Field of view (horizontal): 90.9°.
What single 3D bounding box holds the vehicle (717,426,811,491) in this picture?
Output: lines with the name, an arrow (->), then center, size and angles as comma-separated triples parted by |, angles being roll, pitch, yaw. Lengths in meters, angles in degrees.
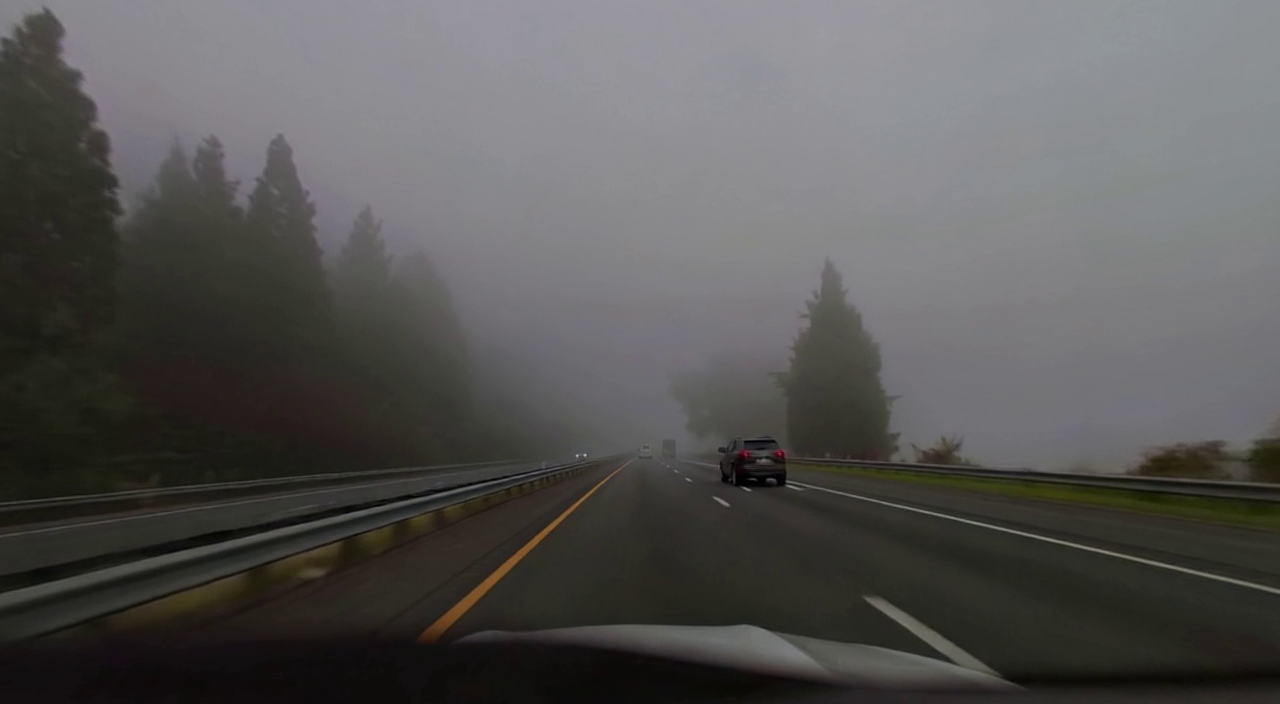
vehicle -> 4.206, 3.734, 22.293 | 2.189, 2.007, 4.872 | 0, -9, -2
